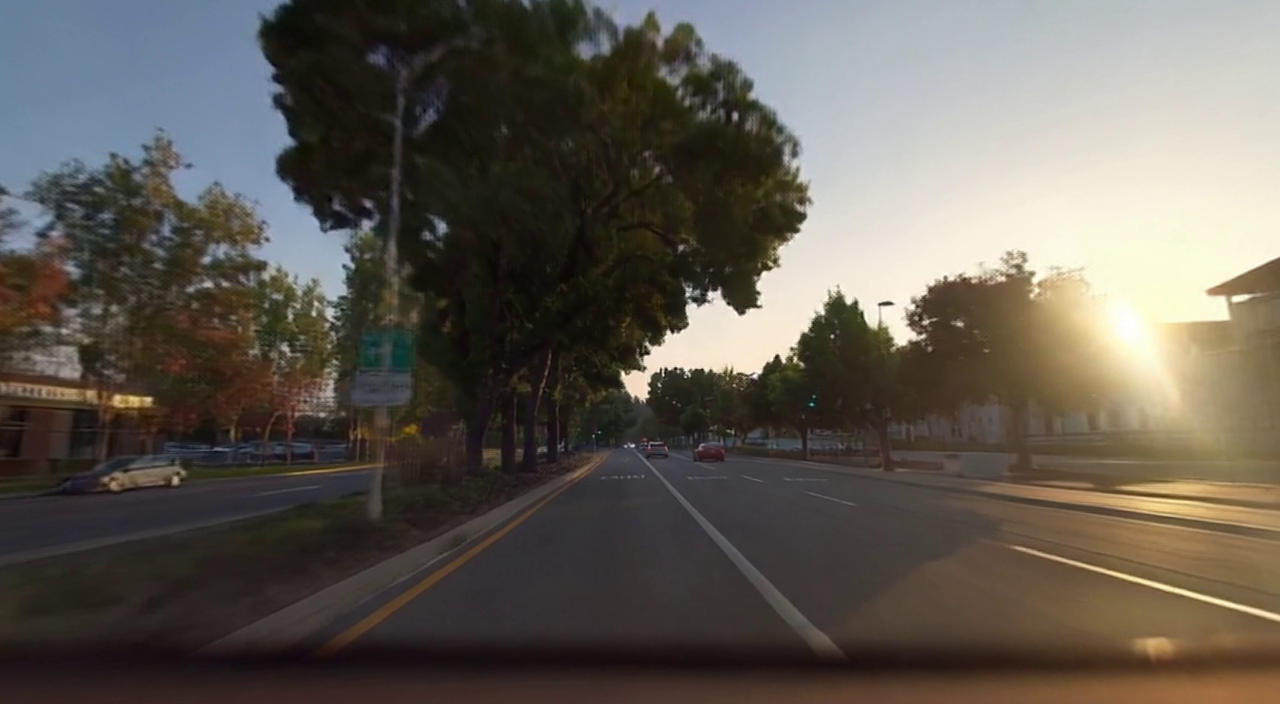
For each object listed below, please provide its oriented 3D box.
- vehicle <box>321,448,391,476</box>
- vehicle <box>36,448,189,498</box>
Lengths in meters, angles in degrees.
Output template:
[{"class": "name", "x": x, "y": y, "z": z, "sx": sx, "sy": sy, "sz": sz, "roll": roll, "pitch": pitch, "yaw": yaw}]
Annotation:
[{"class": "vehicle", "x": -16.500, "y": 6.369, "z": 36.944, "sx": 1.961, "sy": 1.480, "sz": 4.520, "roll": 0, "pitch": -8, "yaw": 0}, {"class": "vehicle", "x": -19.670, "y": 4.490, "z": 23.890, "sx": 1.957, "sy": 1.643, "sz": 4.460, "roll": -1, "pitch": -9, "yaw": -1}]
